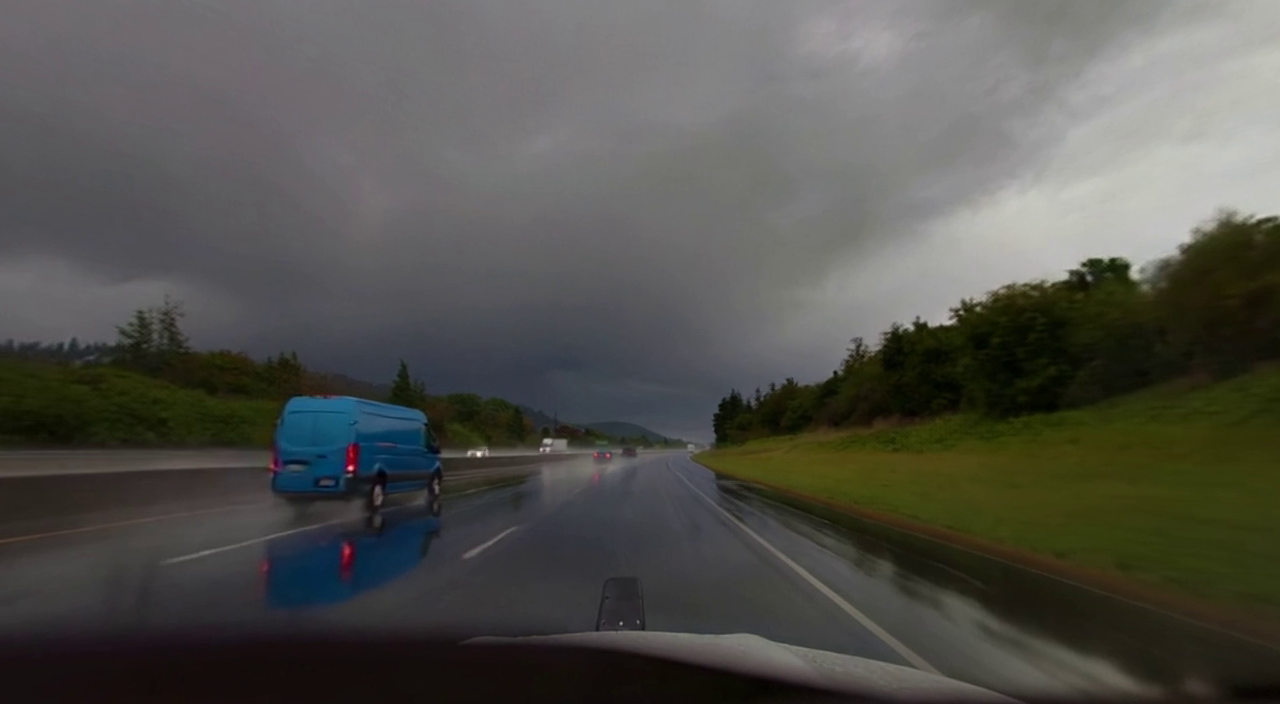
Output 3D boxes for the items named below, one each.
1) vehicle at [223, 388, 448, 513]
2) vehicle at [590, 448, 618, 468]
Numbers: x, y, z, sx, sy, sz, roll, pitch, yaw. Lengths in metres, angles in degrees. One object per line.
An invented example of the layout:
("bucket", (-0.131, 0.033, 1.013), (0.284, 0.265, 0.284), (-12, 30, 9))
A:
("vehicle", (-7.031, 2.446, 15.757), (2.449, 2.471, 6.130), (0, -9, 1))
("vehicle", (-2.731, 8.162, 48.664), (1.858, 1.459, 4.091), (0, -9, 1))
